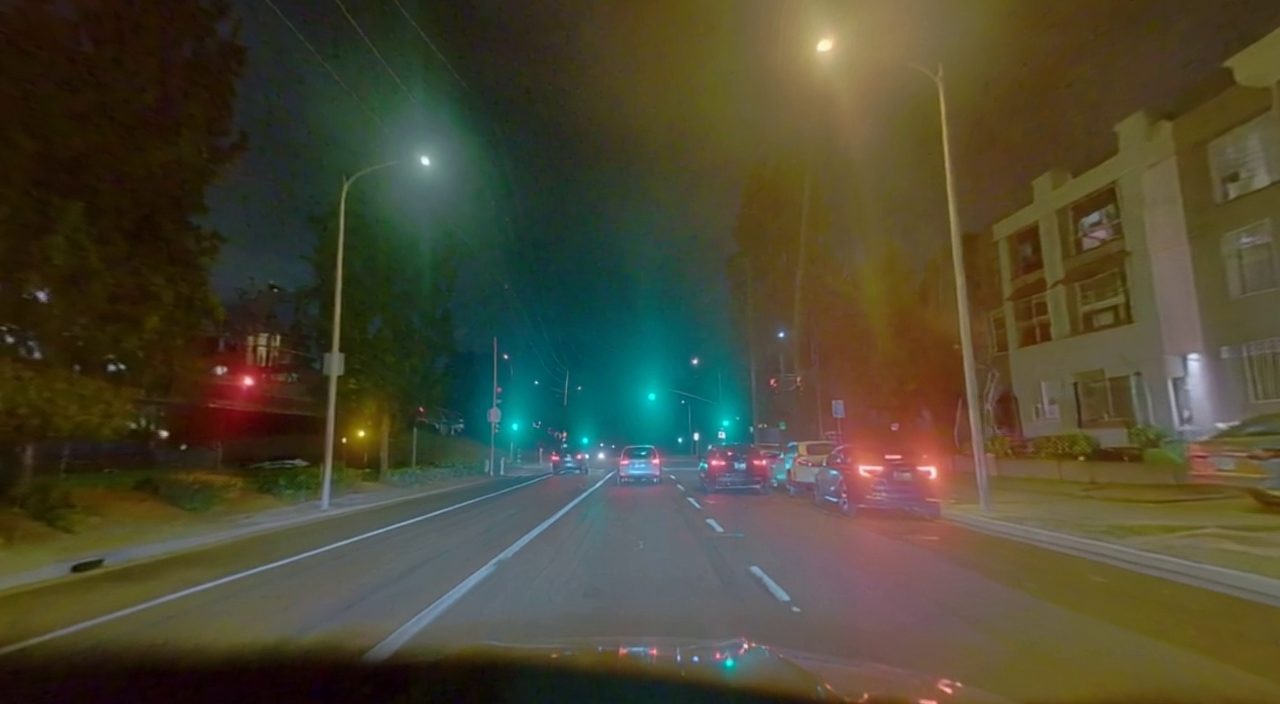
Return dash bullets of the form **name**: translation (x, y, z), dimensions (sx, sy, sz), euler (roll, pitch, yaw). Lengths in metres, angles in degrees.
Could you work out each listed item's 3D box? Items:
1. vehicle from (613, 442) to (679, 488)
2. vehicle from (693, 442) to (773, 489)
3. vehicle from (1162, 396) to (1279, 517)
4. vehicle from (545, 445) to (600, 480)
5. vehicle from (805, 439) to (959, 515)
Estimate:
- **vehicle**: translation (0.197, 3.945, 22.390), dimensions (2.101, 1.467, 4.210), euler (0, -8, 0)
- **vehicle**: translation (3.168, 3.983, 22.525), dimensions (2.158, 1.483, 4.415), euler (0, -8, 0)
- **vehicle**: translation (13.712, 1.674, 11.637), dimensions (5.929, 1.970, 2.381), euler (-5, -8, -1)
- **vehicle**: translation (-3.115, 5.204, 30.078), dimensions (2.012, 1.505, 4.205), euler (-1, -8, 2)
- **vehicle**: translation (5.817, 3.028, 15.913), dimensions (2.011, 1.620, 4.694), euler (0, -8, 0)
